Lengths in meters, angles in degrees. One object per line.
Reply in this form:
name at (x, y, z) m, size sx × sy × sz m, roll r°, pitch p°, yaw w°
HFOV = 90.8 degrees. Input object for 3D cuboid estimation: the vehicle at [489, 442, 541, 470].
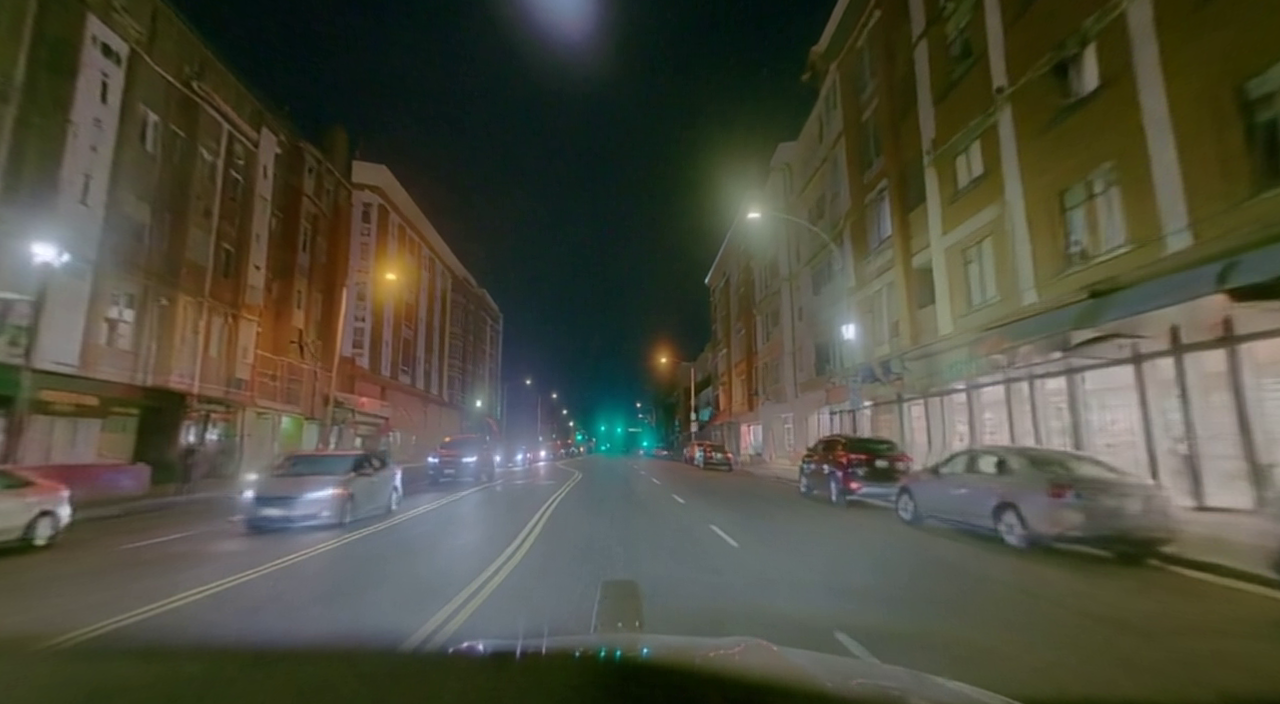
vehicle at (-6.928, 5.826, 35.426) m, size 2.052 × 1.481 × 4.248 m, roll 0°, pitch -9°, yaw 0°

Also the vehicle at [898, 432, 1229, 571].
vehicle at (5.702, 2.037, 9.339) m, size 1.915 × 1.569 × 4.117 m, roll 0°, pitch -9°, yaw -2°

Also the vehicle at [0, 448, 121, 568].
vehicle at (-9.210, 1.943, 7.716) m, size 2.012 × 1.514 × 4.450 m, roll 0°, pitch -9°, yaw -2°

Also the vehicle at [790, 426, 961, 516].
vehicle at (5.375, 2.819, 15.409) m, size 2.059 × 1.804 × 5.182 m, roll 0°, pitch -9°, yaw -1°

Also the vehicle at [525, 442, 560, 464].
vehicle at (-6.990, 7.289, 45.570) m, size 1.949 × 1.533 × 3.864 m, roll 0°, pitch -9°, yaw 0°

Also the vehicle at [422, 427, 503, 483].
vehicle at (-6.648, 3.928, 24.222) m, size 1.937 × 1.944 × 4.640 m, roll 0°, pitch -9°, yaw -3°

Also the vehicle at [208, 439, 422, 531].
vehicle at (-6.083, 2.520, 12.552) m, size 2.095 × 1.493 × 4.216 m, roll 0°, pitch -9°, yaw -2°

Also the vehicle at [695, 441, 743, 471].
vehicle at (4.419, 5.899, 36.025) m, size 1.957 × 1.572 × 4.418 m, roll 0°, pitch -9°, yaw -2°
